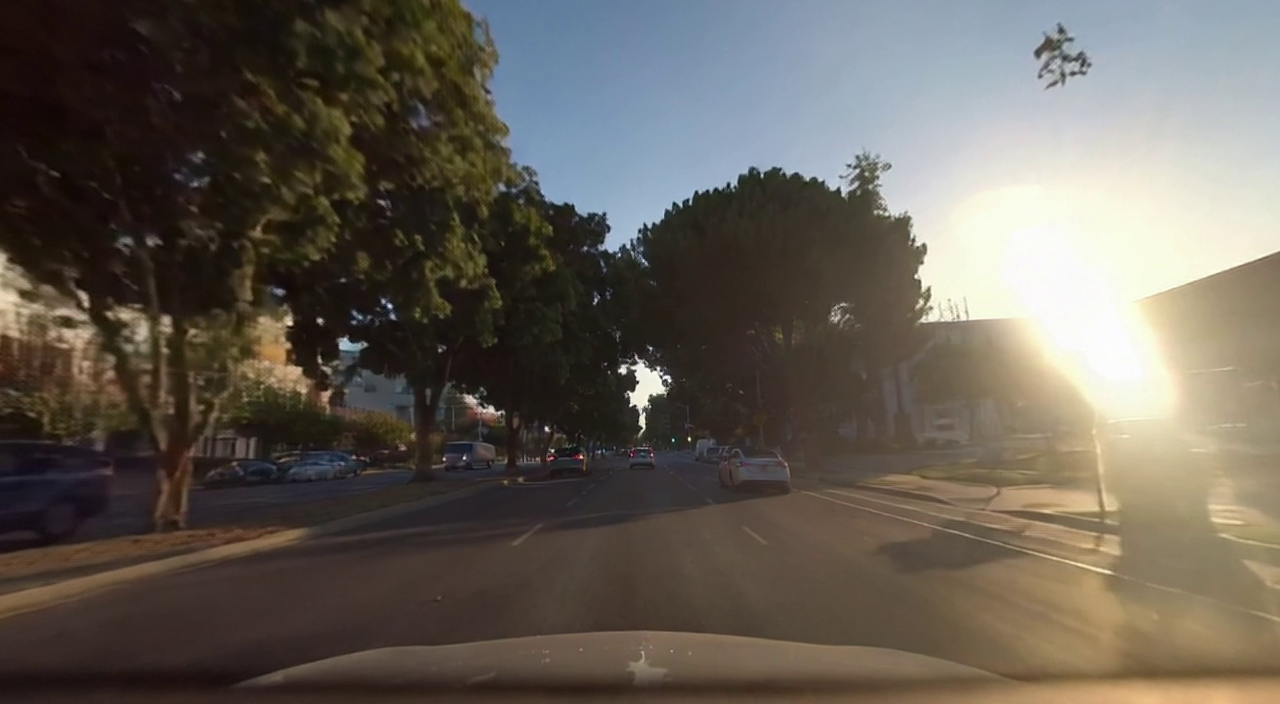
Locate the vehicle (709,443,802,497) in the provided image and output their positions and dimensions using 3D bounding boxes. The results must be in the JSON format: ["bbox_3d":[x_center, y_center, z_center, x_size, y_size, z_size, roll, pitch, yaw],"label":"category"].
[{"bbox_3d":[3.475,3.640,19.931,1.990,1.486,4.431,0,-9,-2],"label":"vehicle"}]

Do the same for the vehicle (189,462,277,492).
[{"bbox_3d":[-22.565,6.928,35.193,1.801,1.467,4.723,0,-9,0],"label":"vehicle"}]

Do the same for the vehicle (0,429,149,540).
[{"bbox_3d":[-12.422,2.397,11.441,2.296,1.941,5.816,-1,-9,0],"label":"vehicle"}]

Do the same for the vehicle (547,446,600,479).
[{"bbox_3d":[-3.155,5.358,30.849,2.082,1.467,4.379,0,-9,0],"label":"vehicle"}]

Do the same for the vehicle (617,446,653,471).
[{"bbox_3d":[-0.320,6.676,39.696,2.101,1.480,3.929,0,-9,-1],"label":"vehicle"}]

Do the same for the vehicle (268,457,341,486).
[{"bbox_3d":[-19.061,6.785,36.048,1.924,1.493,4.006,0,-9,0],"label":"vehicle"}]
